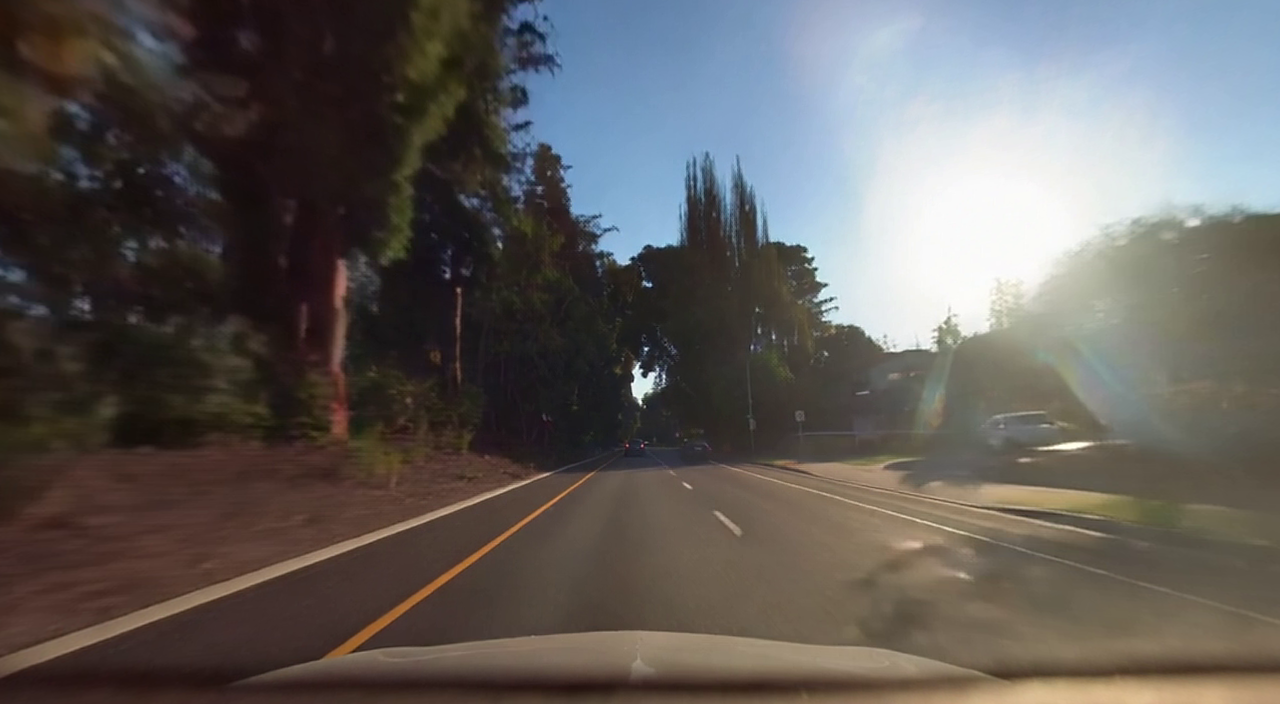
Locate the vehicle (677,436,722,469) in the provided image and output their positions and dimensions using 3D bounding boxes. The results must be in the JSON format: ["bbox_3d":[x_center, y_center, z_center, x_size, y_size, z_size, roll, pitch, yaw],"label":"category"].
[{"bbox_3d":[3.100,5.346,33.800,1.888,1.640,4.044,0,-8,-2],"label":"vehicle"}]
